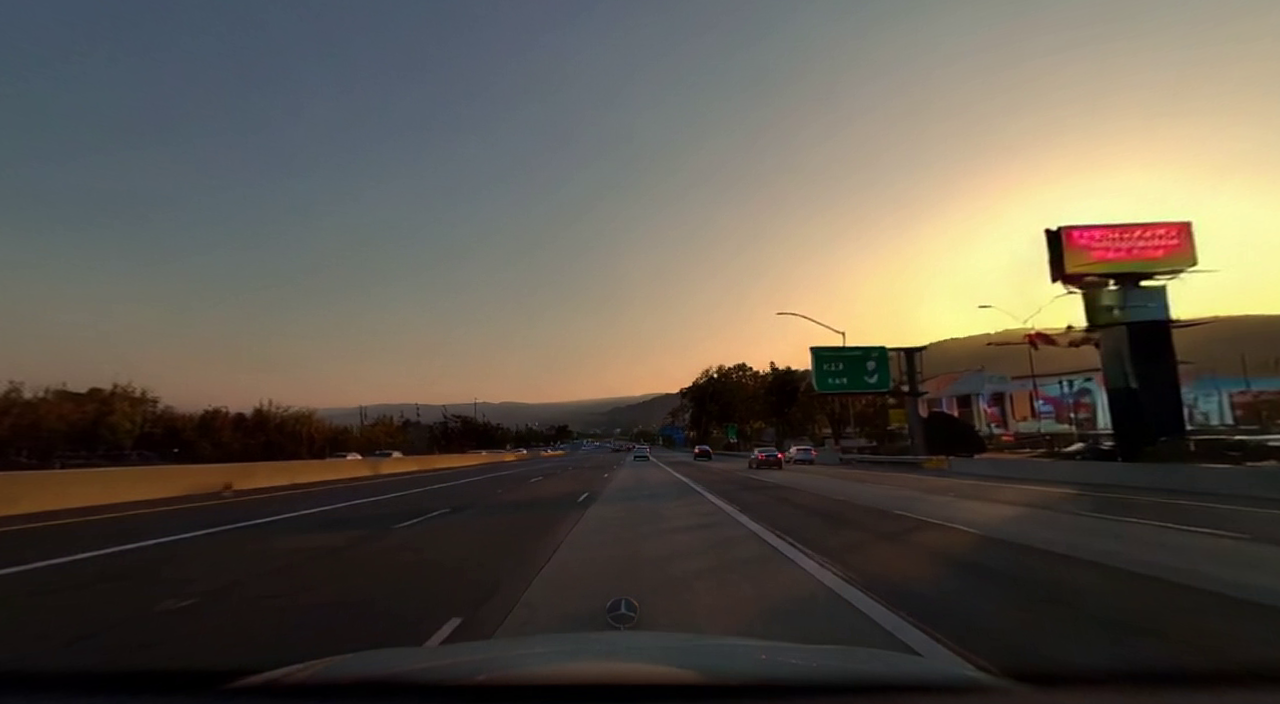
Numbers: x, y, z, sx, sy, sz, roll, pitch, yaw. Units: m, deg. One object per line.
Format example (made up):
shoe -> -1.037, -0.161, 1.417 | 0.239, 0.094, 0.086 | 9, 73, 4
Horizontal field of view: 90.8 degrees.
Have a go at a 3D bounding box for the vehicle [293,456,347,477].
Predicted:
vehicle -> -25.235, 9.047, 49.987 | 1.899, 1.473, 4.724 | 0, -9, -1

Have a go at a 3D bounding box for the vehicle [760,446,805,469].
vehicle -> 9.901, 7.339, 44.230 | 1.953, 1.473, 4.512 | 0, -8, -3
